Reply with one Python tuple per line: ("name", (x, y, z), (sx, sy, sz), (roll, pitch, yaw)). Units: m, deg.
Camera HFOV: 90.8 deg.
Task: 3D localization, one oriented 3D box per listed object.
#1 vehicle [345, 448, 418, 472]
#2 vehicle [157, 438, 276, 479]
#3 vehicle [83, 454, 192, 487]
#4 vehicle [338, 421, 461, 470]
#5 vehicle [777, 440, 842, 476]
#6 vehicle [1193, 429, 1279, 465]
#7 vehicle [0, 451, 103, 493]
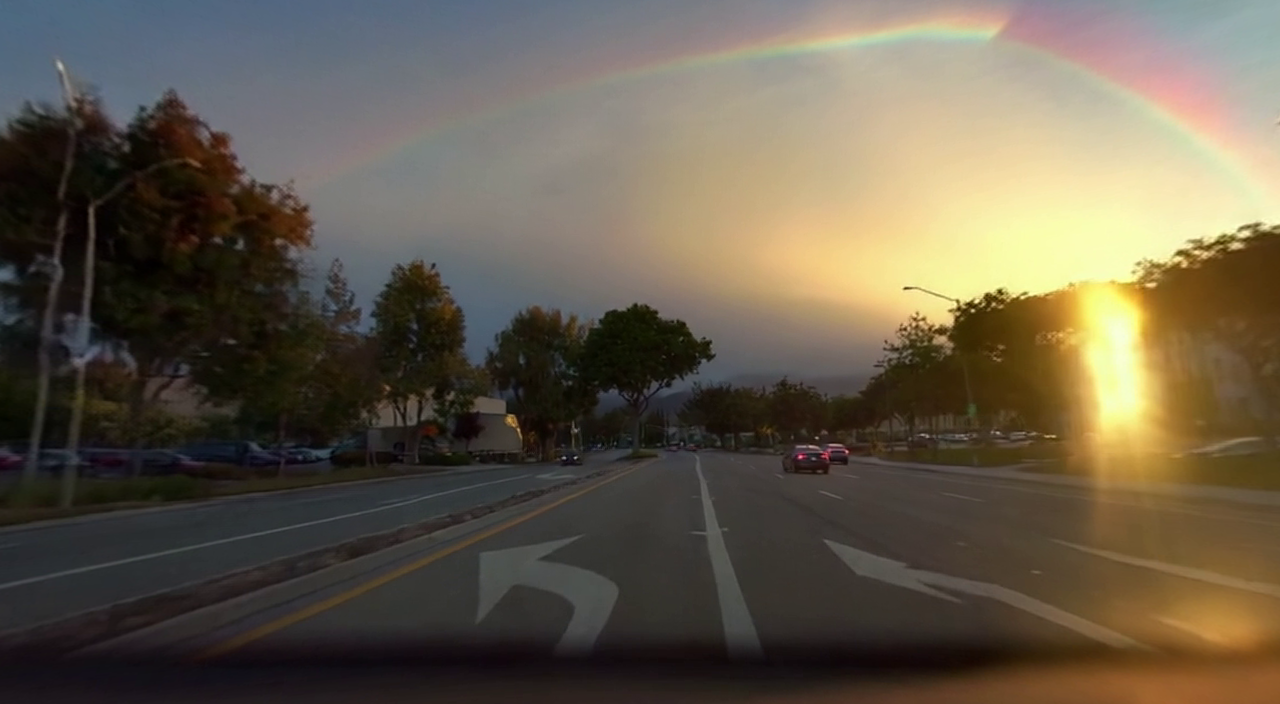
("vehicle", (-17.481, 7.325, 42.838), (4.259, 1.396, 1.815), (-4, -8, 8))
("vehicle", (-25.377, 6.402, 38.023), (5.472, 2.114, 2.482), (-3, -9, 4))
("vehicle", (-24.773, 5.823, 31.368), (1.786, 1.429, 4.101), (-1, -8, 5))
("vehicle", (-18.340, 7.197, 48.505), (8.324, 3.550, 2.670), (-1, -9, 3))
("vehicle", (8.275, 5.188, 31.241), (2.181, 1.639, 4.127), (-1, -8, 3))
("vehicle", (25.555, 3.885, 25.996), (3.881, 1.410, 1.702), (-1, -8, 2))
("vehicle", (-29.761, 5.877, 31.379), (1.921, 1.778, 4.622), (0, -8, 2))
